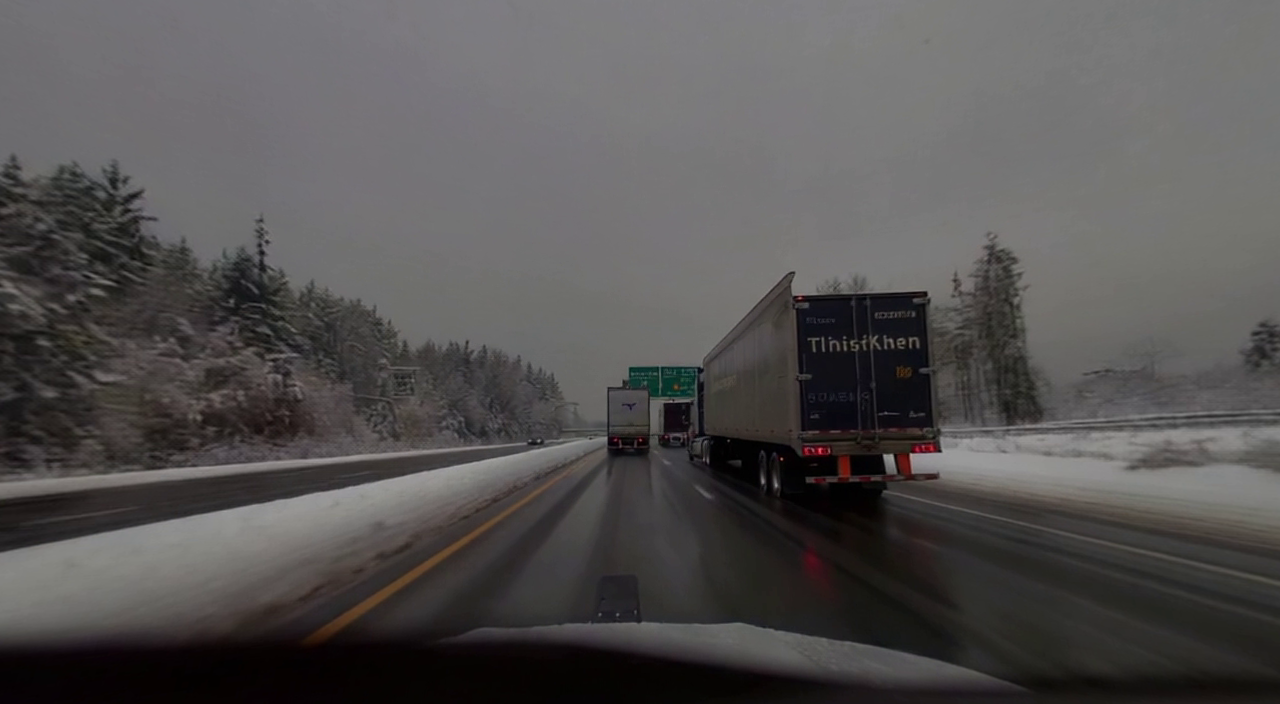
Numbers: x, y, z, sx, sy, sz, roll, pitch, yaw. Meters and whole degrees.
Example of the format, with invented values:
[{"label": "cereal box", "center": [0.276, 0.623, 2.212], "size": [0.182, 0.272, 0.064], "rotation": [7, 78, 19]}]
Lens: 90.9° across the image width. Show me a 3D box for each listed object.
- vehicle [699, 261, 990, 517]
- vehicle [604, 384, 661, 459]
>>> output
[{"label": "vehicle", "center": [3.937, 1.512, 17.411], "size": [2.856, 4.145, 14.500], "rotation": [0, -8, -1]}, {"label": "vehicle", "center": [-0.462, 4.322, 38.108], "size": [2.958, 3.917, 10.196], "rotation": [0, -8, -1]}]
